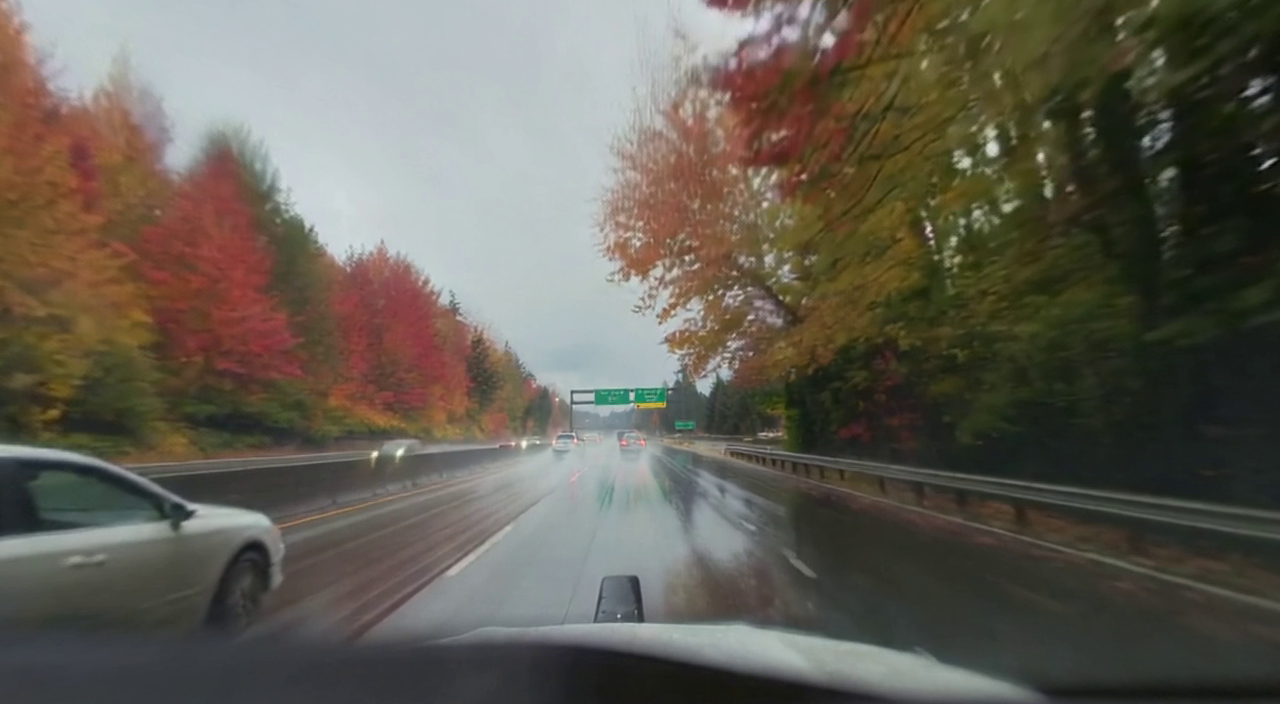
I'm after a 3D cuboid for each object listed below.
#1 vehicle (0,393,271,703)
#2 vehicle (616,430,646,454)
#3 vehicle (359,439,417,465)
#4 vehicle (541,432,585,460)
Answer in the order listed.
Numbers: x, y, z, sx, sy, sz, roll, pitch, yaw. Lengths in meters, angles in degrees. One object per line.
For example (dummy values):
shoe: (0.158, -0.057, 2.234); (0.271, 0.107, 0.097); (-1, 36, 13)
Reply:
vehicle: (-3.497, 0.837, 1.880); (1.989, 1.497, 4.645); (0, -8, 0)
vehicle: (-0.628, 6.401, 44.572); (2.054, 1.609, 3.859); (0, -8, -1)
vehicle: (-15.560, 6.168, 39.059); (1.882, 1.511, 4.166); (0, -8, 0)
vehicle: (-4.413, 5.456, 36.719); (2.071, 1.524, 4.398); (0, -8, -1)
